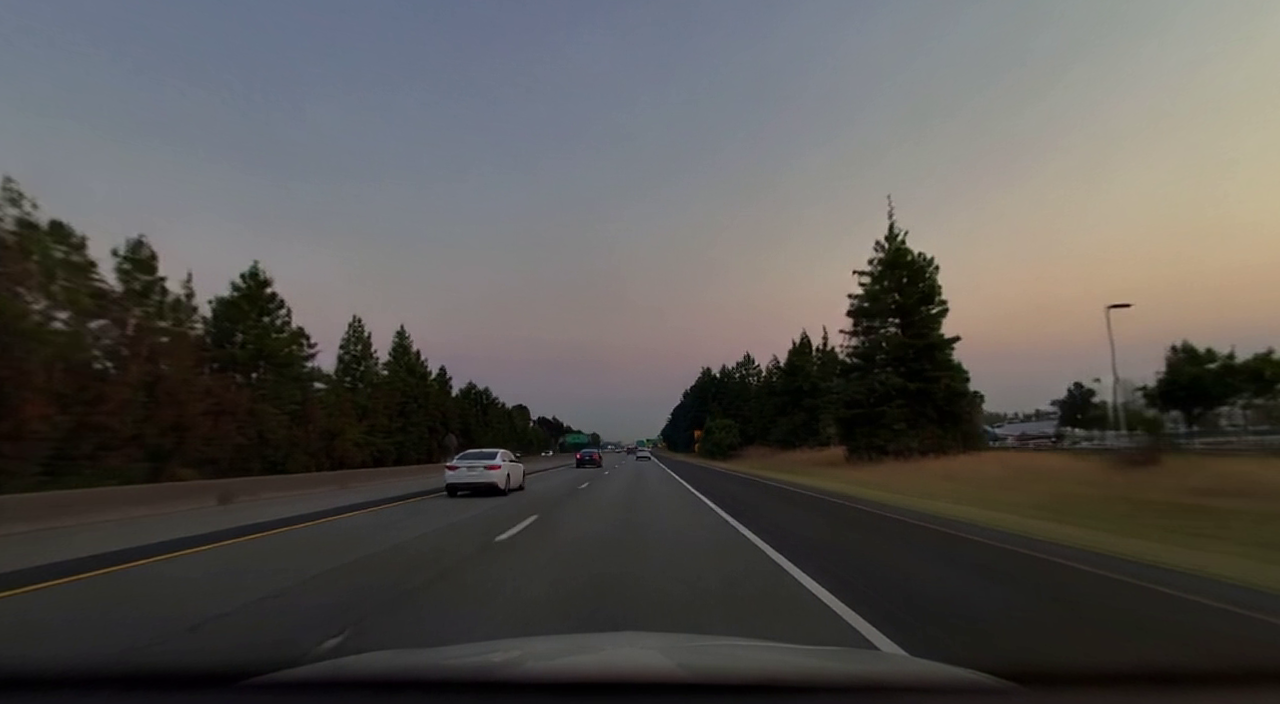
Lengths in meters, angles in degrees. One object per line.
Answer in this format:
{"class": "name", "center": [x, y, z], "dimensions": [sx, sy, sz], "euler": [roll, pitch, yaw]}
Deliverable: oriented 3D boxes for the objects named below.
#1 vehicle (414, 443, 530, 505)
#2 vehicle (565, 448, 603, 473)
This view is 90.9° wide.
{"class": "vehicle", "center": [-4.539, 3.370, 17.864], "dimensions": [1.975, 1.501, 4.603], "euler": [0, -9, 0]}
{"class": "vehicle", "center": [-3.481, 6.856, 40.110], "dimensions": [2.005, 1.474, 3.921], "euler": [0, -9, 1]}
